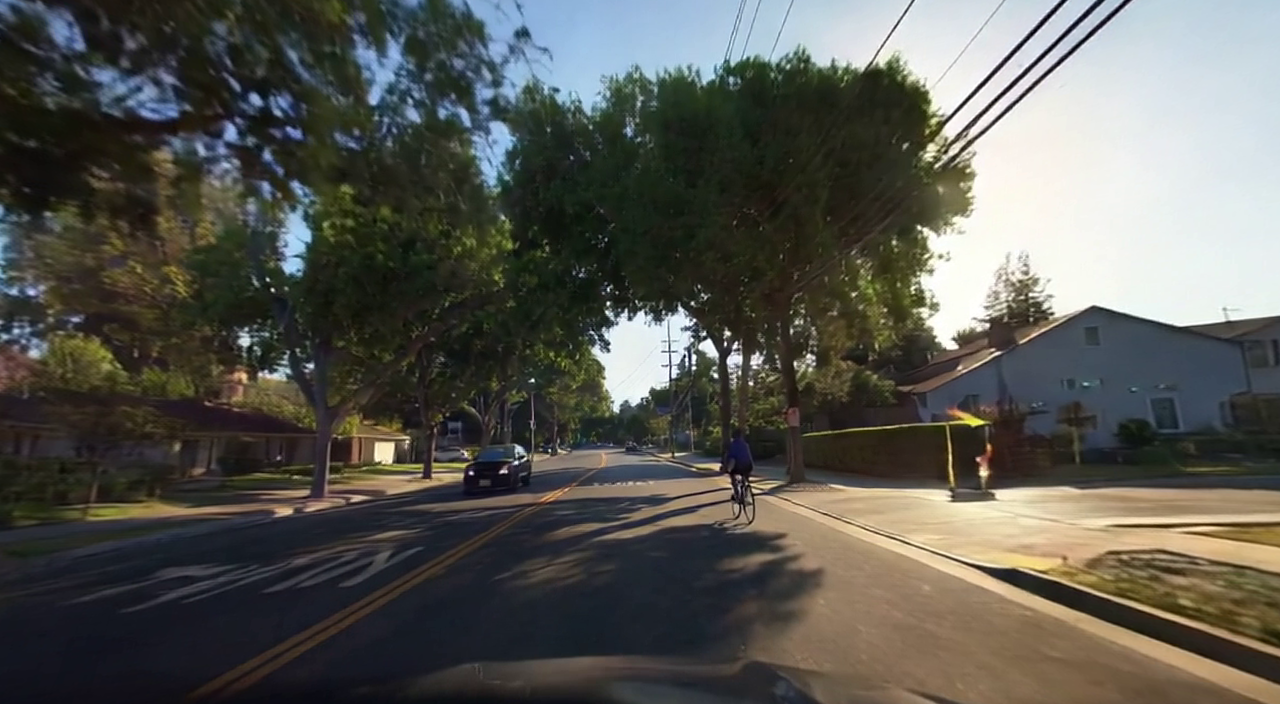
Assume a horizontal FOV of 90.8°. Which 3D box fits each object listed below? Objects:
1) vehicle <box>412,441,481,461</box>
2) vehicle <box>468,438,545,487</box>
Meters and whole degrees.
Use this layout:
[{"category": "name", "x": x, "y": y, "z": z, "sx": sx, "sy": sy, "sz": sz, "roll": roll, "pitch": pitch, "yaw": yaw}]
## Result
[{"category": "vehicle", "x": -15.142, "y": 7.749, "z": 49.654, "sx": 4.805, "sy": 1.508, "sz": 1.954, "roll": 0, "pitch": -9, "yaw": -1}, {"category": "vehicle", "x": -5.212, "y": 4.383, "z": 25.373, "sx": 2.073, "sy": 1.761, "sz": 4.589, "roll": 0, "pitch": -8, "yaw": 0}]
